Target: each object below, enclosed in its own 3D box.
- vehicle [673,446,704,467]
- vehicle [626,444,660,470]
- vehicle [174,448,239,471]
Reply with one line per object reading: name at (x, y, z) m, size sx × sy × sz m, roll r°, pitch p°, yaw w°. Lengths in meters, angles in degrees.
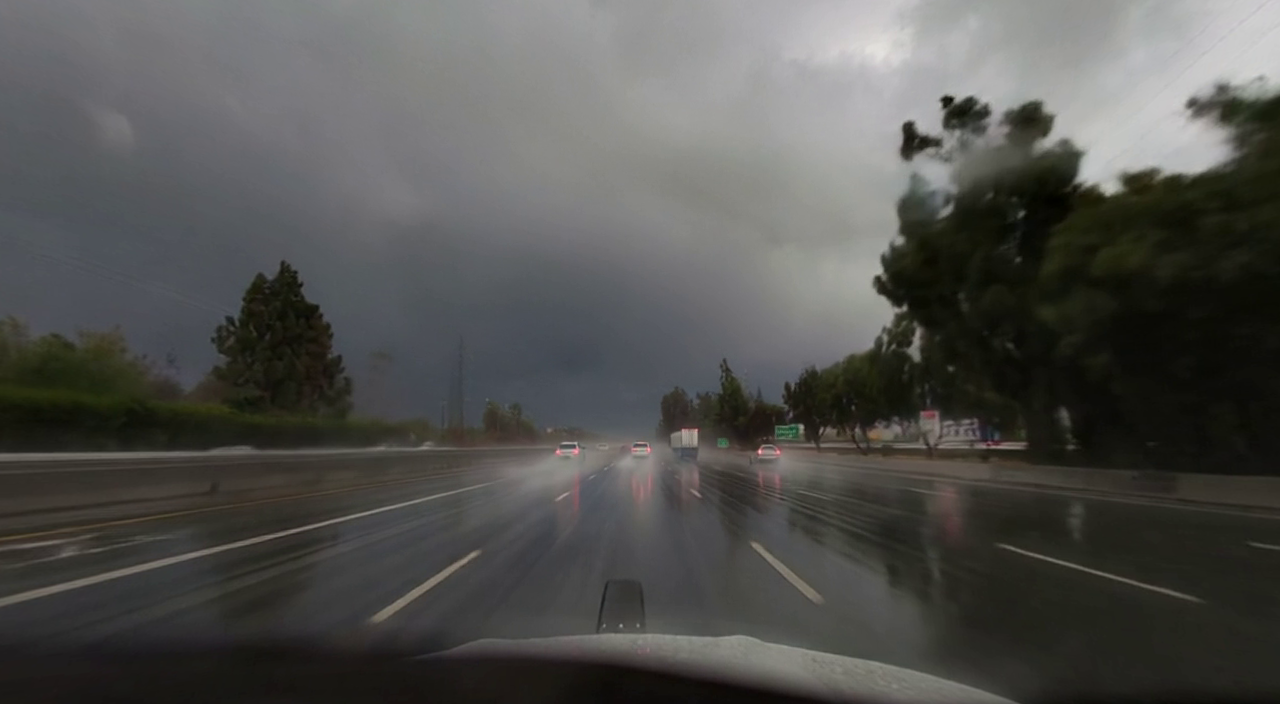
vehicle at (3.707, 8.007, 48.507) m, size 2.076 × 1.506 × 4.050 m, roll 0°, pitch -9°, yaw 0°
vehicle at (0.191, 6.753, 40.664) m, size 2.066 × 1.562 × 4.198 m, roll 0°, pitch -9°, yaw 0°
vehicle at (-28.994, 7.204, 42.254) m, size 1.612 × 1.440 × 3.712 m, roll 0°, pitch -9°, yaw 2°
